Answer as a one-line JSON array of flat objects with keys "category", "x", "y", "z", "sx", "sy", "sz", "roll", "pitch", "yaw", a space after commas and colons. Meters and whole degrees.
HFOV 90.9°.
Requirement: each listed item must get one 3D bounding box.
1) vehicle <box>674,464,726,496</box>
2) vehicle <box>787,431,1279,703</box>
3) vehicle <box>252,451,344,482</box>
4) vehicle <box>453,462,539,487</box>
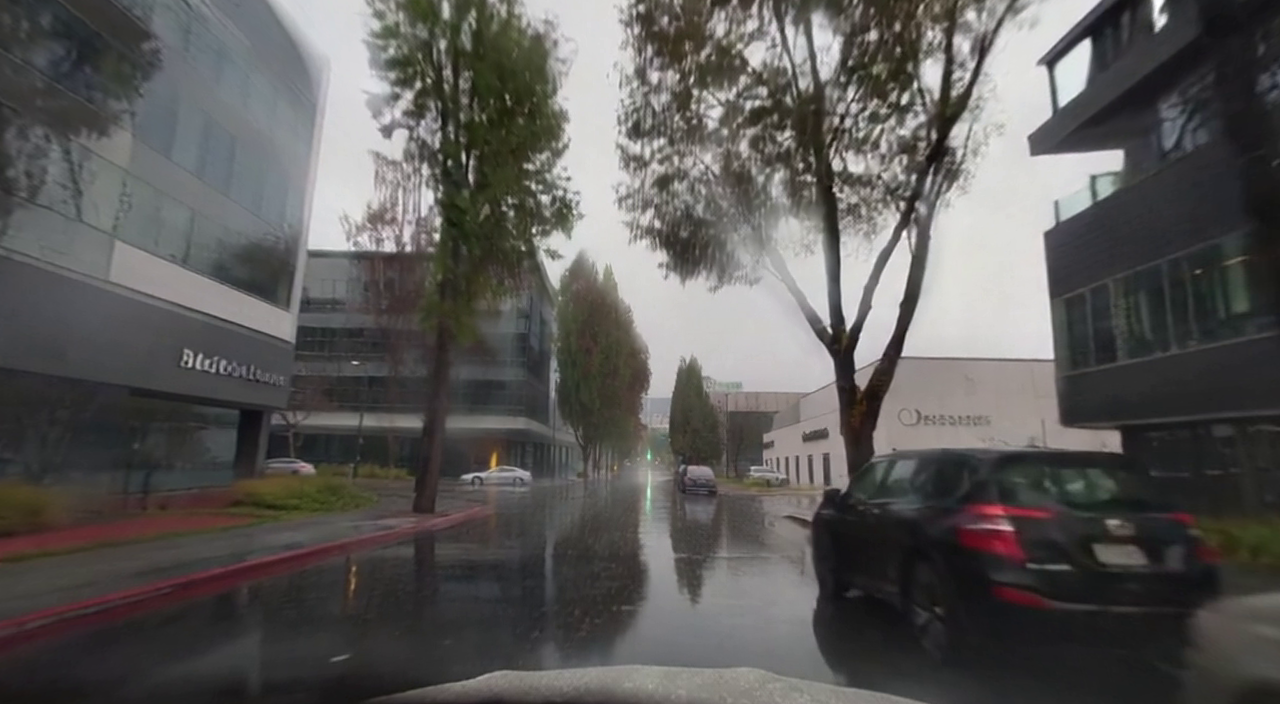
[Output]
[{"category": "vehicle", "x": 2.872, "y": 6.280, "z": 31.119, "sx": 2.073, "sy": 1.434, "sz": 3.899, "roll": 1, "pitch": -11, "yaw": -2}, {"category": "vehicle", "x": 2.834, "y": 1.689, "z": 5.721, "sx": 1.962, "sy": 1.627, "sz": 4.371, "roll": 2, "pitch": -10, "yaw": 0}, {"category": "vehicle", "x": -19.759, "y": 6.663, "z": 36.549, "sx": 4.118, "sy": 1.482, "sz": 1.889, "roll": 2, "pitch": -12, "yaw": 2}, {"category": "vehicle", "x": -8.904, "y": 7.604, "z": 39.106, "sx": 4.770, "sy": 1.448, "sz": 1.983, "roll": 9, "pitch": -13, "yaw": -38}]
